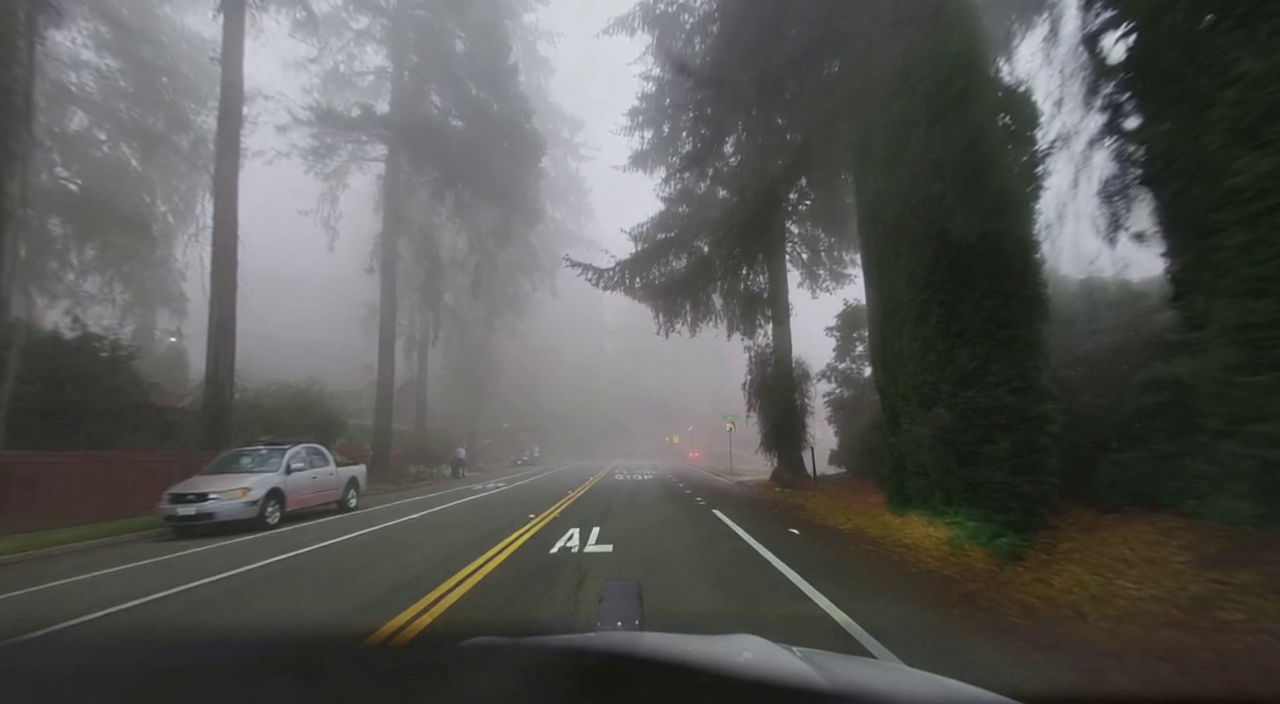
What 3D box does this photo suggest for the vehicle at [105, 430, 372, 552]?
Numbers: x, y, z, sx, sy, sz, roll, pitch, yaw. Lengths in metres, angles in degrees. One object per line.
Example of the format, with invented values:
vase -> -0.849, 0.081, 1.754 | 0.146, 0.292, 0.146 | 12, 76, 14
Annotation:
vehicle -> -7.292, 2.493, 12.254 | 2.063, 1.756, 4.792 | -4, -8, 0

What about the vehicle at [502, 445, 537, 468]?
vehicle -> -9.410, 8.197, 49.564 | 1.998, 1.684, 4.180 | 0, -9, -1
